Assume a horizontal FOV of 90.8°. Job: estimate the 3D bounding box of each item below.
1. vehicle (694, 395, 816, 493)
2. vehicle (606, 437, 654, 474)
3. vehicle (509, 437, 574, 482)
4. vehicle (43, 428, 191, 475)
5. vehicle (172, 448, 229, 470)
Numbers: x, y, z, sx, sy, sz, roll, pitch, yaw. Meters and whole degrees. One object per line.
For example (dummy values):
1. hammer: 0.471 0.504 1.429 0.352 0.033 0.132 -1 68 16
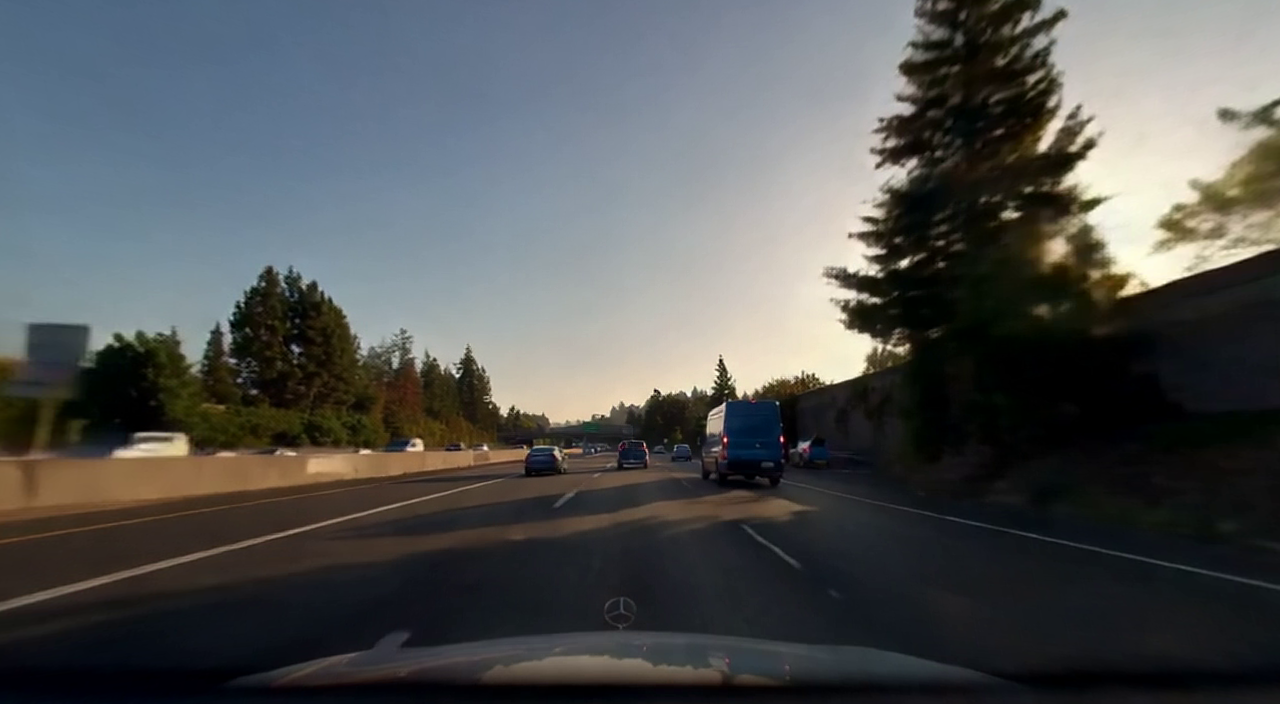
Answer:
1. vehicle: 3.489 3.055 20.985 2.631 2.709 6.496 0 -8 -2
2. vehicle: -0.545 5.351 32.857 2.297 1.783 4.355 0 -8 -1
3. vehicle: -4.046 4.482 26.706 2.023 1.709 4.263 0 -8 0
4. vehicle: -17.260 3.309 21.105 1.932 1.435 3.510 0 -8 -1
5. vehicle: -28.753 6.982 41.424 1.469 1.316 3.179 0 -8 0
